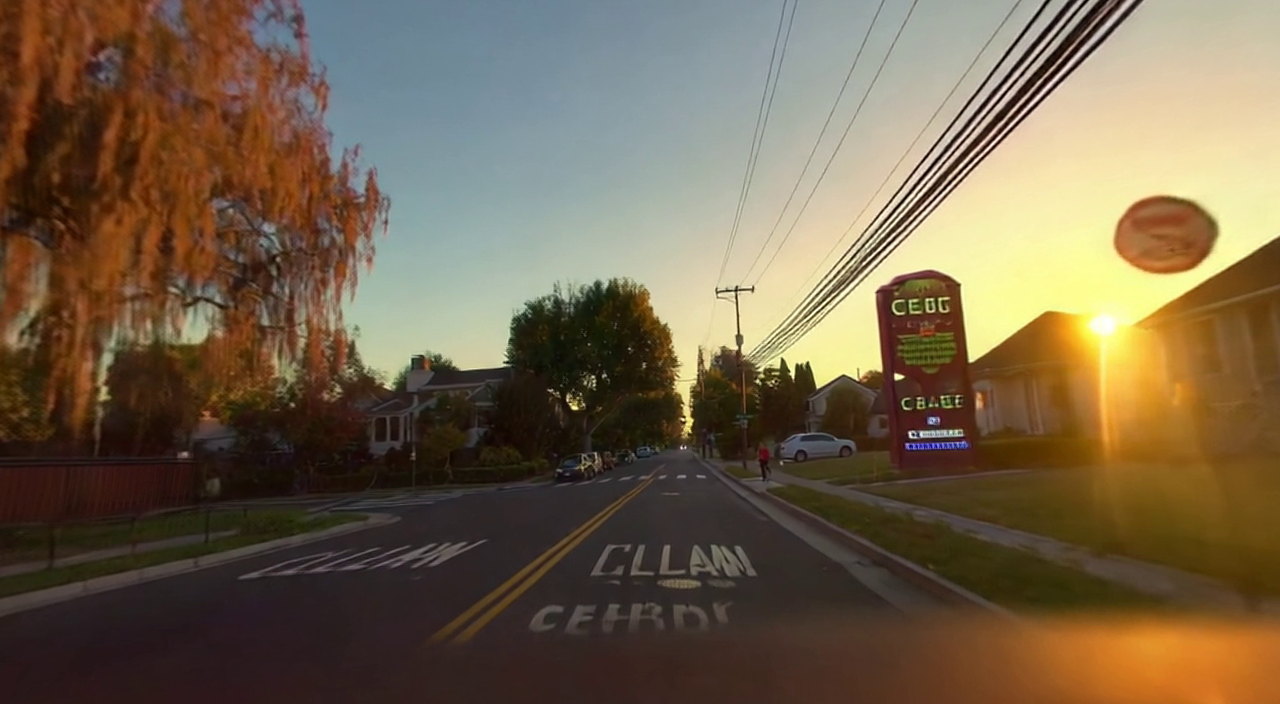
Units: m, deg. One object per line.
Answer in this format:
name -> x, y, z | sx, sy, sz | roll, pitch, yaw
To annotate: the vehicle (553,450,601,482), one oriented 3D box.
vehicle -> -3.810, 7.054, 39.321 | 2.203, 1.787, 4.704 | -1, -9, 4
